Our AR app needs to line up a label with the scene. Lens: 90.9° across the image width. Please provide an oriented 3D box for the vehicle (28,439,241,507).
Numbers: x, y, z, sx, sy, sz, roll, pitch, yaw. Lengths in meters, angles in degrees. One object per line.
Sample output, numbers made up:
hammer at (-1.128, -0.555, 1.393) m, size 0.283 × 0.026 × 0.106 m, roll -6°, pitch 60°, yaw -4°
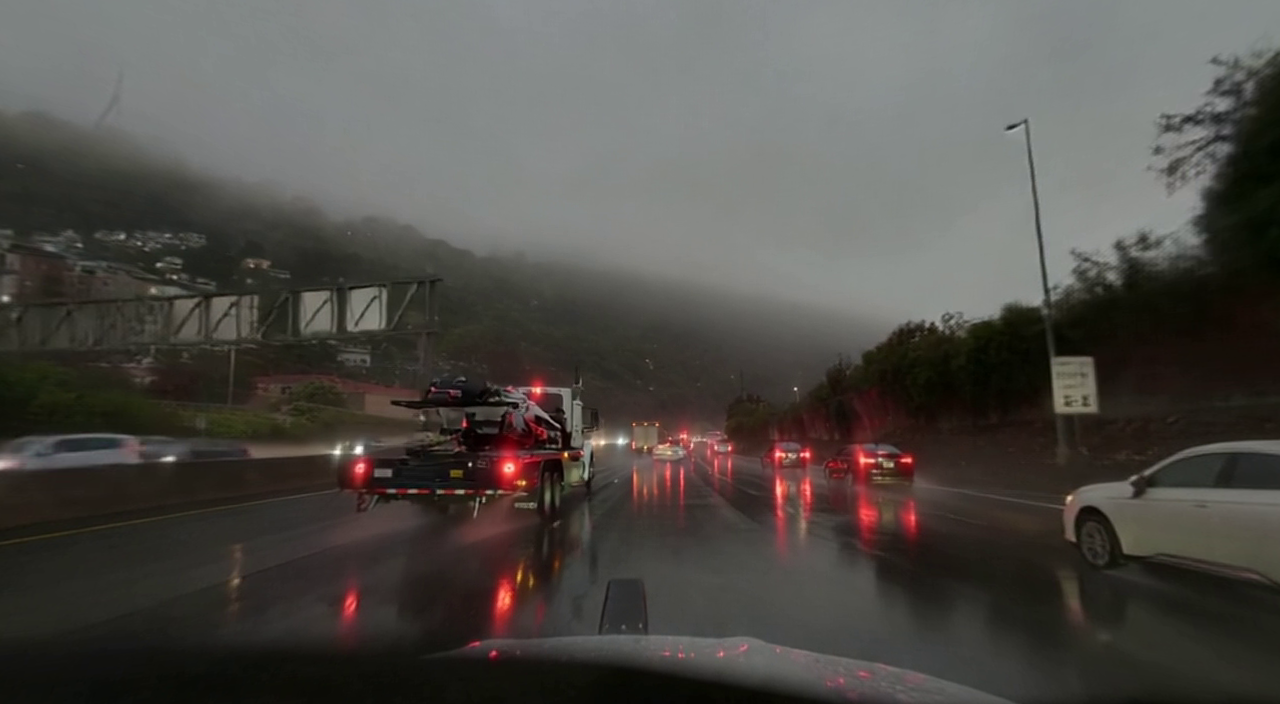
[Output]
vehicle at (-12.741, 3.031, 16.351) m, size 1.949 × 1.509 × 4.168 m, roll 0°, pitch -8°, yaw 2°

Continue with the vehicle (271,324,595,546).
vehicle at (-3.113, 1.826, 13.589) m, size 3.162 × 2.955 × 10.282 m, roll 0°, pitch -8°, yaw 2°

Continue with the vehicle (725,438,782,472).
vehicle at (5.818, 5.356, 32.916) m, size 2.075 × 1.614 × 4.682 m, roll 0°, pitch -8°, yaw 0°

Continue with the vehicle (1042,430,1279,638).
vehicle at (5.625, 1.367, 4.886) m, size 2.040 × 1.481 × 4.260 m, roll 1°, pitch -8°, yaw -3°

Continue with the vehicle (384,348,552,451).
vehicle at (-3.111, 1.116, 12.609) m, size 1.893 × 1.674 × 4.766 m, roll 0°, pitch -8°, yaw 1°

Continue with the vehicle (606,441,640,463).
vehicle at (-1.169, 7.047, 44.632) m, size 2.016 × 1.450 × 4.310 m, roll 0°, pitch -8°, yaw 4°

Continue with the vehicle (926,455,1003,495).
vehicle at (22.372, 8.430, 43.760) m, size 2.433 × 2.488 × 4.939 m, roll 1°, pitch -8°, yaw -4°

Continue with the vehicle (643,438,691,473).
vehicle at (1.266, 4.816, 29.491) m, size 2.079 × 1.499 × 3.915 m, roll 0°, pitch -8°, yaw 2°
